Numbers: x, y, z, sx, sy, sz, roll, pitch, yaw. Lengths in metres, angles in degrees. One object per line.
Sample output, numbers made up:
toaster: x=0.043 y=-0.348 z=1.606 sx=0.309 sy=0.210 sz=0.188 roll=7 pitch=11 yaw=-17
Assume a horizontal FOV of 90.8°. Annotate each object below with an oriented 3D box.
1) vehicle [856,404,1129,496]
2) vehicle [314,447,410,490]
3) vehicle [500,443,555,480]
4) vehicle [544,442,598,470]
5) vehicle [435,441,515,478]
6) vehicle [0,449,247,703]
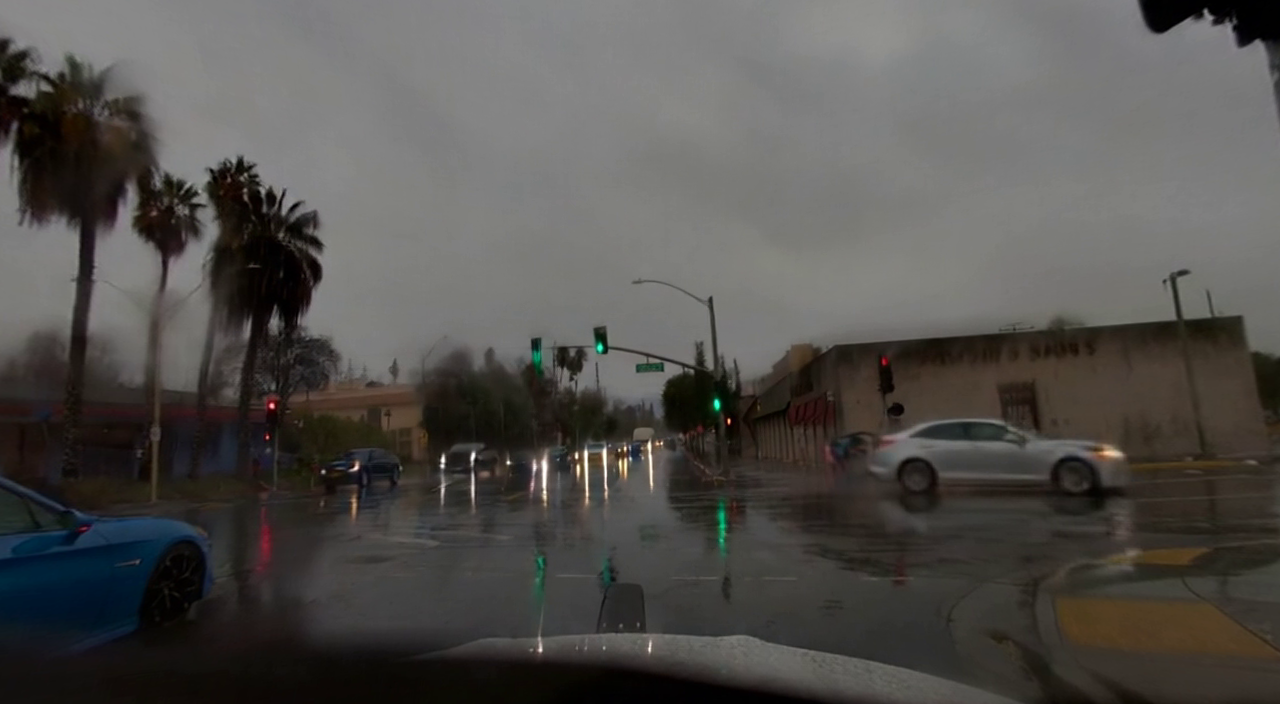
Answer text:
vehicle: x=7.422 y=2.145 z=13.862 sx=4.775 sy=1.709 sz=2.092 roll=-4 pitch=-10 yaw=25
vehicle: x=-12.828 y=5.357 z=29.450 sx=1.870 sy=1.705 sz=4.426 roll=-7 pitch=-10 yaw=11
vehicle: x=-4.843 y=4.758 z=27.753 sx=1.839 sy=1.468 sz=4.549 roll=0 pitch=-9 yaw=-3
vehicle: x=-4.122 y=6.341 z=38.687 sx=2.072 sy=1.613 sz=4.386 roll=-2 pitch=-9 yaw=11
vehicle: x=-8.654 y=5.837 z=33.767 sx=2.050 sy=1.792 sz=5.507 roll=-1 pitch=-12 yaw=8
vehicle: x=-3.705 y=1.019 z=2.252 sx=1.850 sy=1.325 sz=4.295 roll=0 pitch=-9 yaw=0
